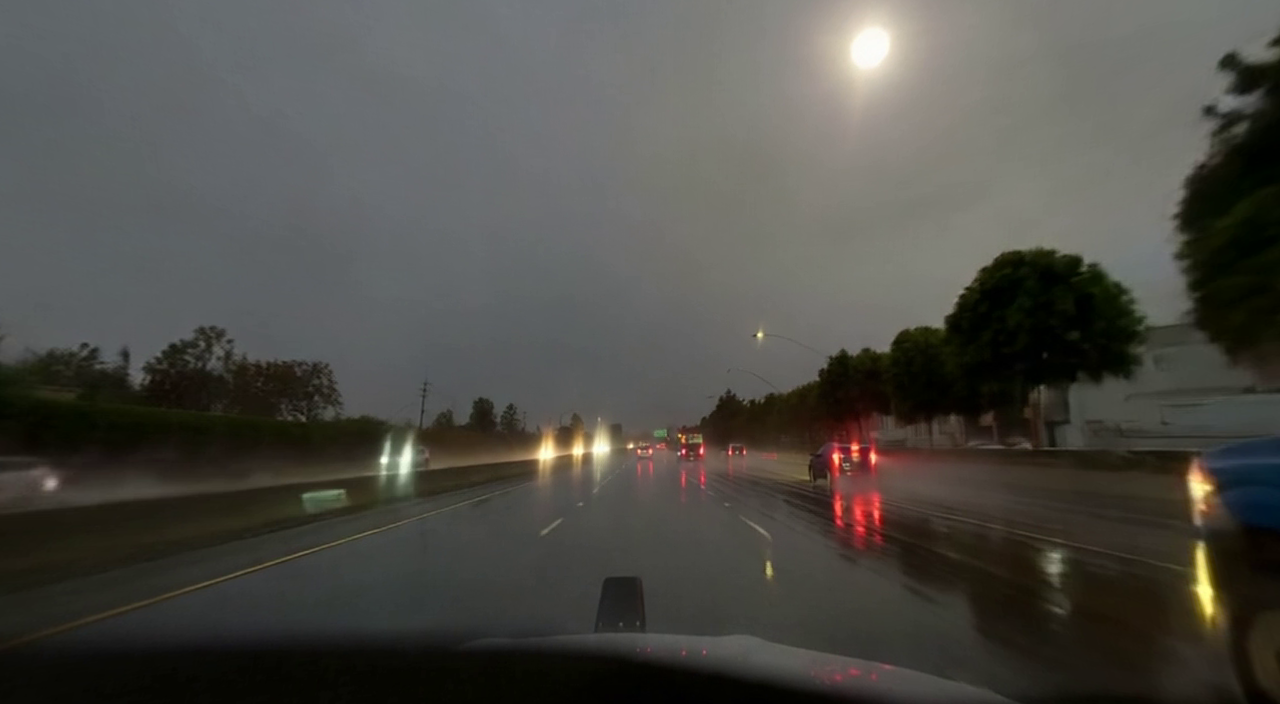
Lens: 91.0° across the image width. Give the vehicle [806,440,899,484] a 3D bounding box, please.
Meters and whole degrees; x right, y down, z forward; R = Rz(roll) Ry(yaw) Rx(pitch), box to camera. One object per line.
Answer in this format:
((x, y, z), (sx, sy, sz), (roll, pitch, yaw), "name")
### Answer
((7.968, 4.164, 24.141), (1.989, 1.526, 4.443), (0, -9, 0), "vehicle")
